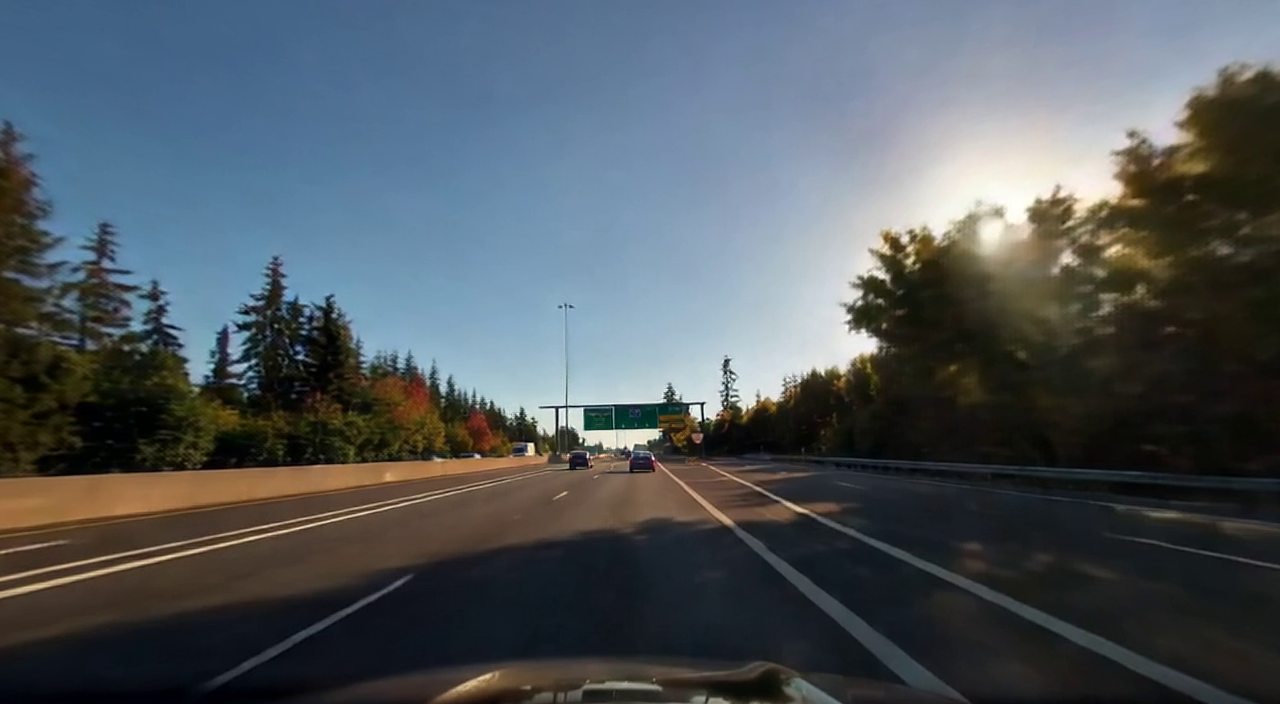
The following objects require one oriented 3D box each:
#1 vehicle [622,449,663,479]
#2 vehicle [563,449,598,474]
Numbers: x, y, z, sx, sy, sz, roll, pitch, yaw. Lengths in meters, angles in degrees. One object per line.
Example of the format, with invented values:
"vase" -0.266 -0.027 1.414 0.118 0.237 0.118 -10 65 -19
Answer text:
"vehicle" 0.092 5.735 32.424 2.002 1.449 3.612 0 -9 -1
"vehicle" -3.868 7.189 41.580 1.877 1.504 3.799 0 -9 1
